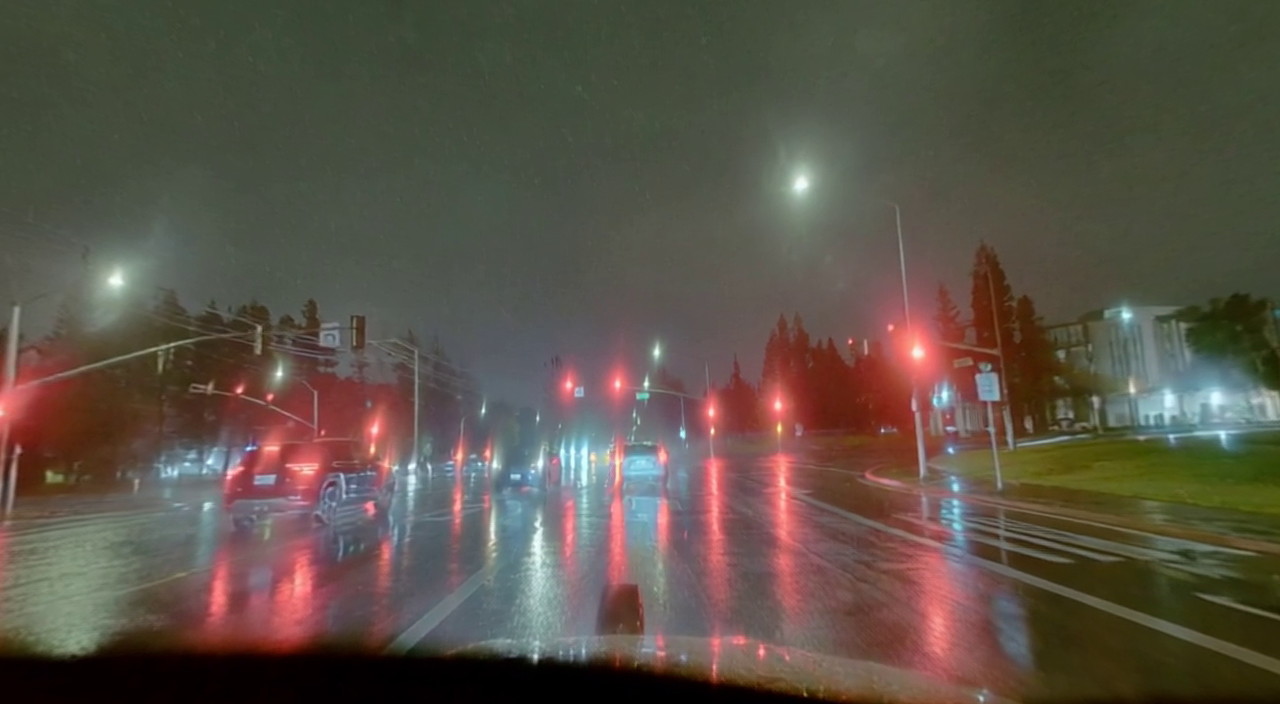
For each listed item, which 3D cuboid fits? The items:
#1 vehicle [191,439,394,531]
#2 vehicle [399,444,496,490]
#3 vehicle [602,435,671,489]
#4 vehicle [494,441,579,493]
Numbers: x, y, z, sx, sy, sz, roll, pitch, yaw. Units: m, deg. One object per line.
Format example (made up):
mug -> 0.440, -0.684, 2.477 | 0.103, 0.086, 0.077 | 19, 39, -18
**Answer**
vehicle -> -6.869, 2.624, 13.095 | 1.869, 1.570, 4.064 | 0, -8, 0
vehicle -> -6.727, 4.043, 22.589 | 2.074, 1.447, 4.224 | 0, -8, 1
vehicle -> -0.096, 3.482, 20.349 | 1.985, 1.521, 3.968 | 0, -8, 0
vehicle -> -3.140, 3.572, 20.007 | 1.946, 1.437, 4.154 | 0, -8, 1
